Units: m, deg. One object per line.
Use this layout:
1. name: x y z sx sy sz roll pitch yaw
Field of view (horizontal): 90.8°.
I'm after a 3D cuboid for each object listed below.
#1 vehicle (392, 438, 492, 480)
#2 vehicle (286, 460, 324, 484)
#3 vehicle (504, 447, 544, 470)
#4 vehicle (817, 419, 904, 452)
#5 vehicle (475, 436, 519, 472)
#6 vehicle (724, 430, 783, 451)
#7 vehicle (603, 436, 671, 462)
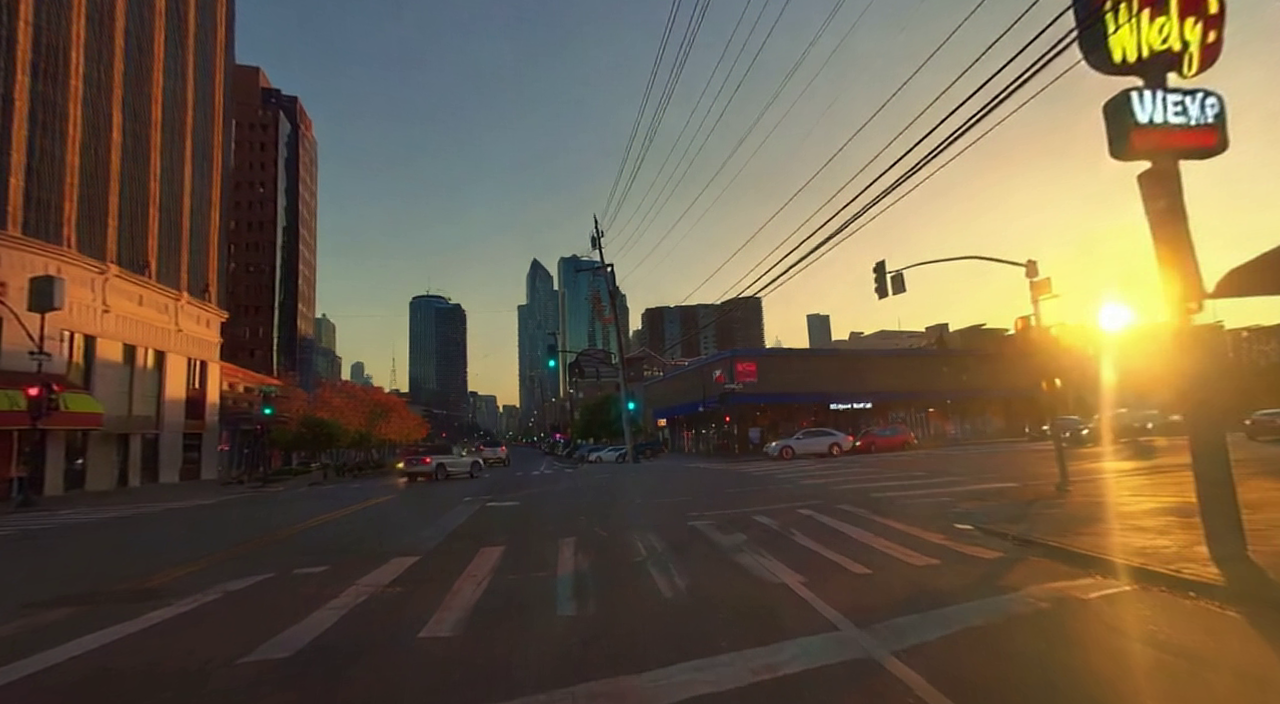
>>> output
1. vehicle: -8.094 4.433 26.325 2.166 1.579 4.300 -2 -9 11
2. vehicle: -23.312 8.286 43.890 1.944 1.520 4.512 6 -11 -30
3. vehicle: -9.078 8.262 49.273 1.968 1.675 4.177 4 -10 -26
4. vehicle: 12.426 4.729 35.571 4.474 1.788 2.039 4 -10 -29
5. vehicle: -7.603 5.418 33.843 2.105 1.761 4.292 1 -9 -10
6. vehicle: 7.795 6.134 43.625 1.866 1.430 3.901 5 -10 -31
7. vehicle: -0.247 6.939 45.289 4.506 1.733 1.857 2 -9 -15
